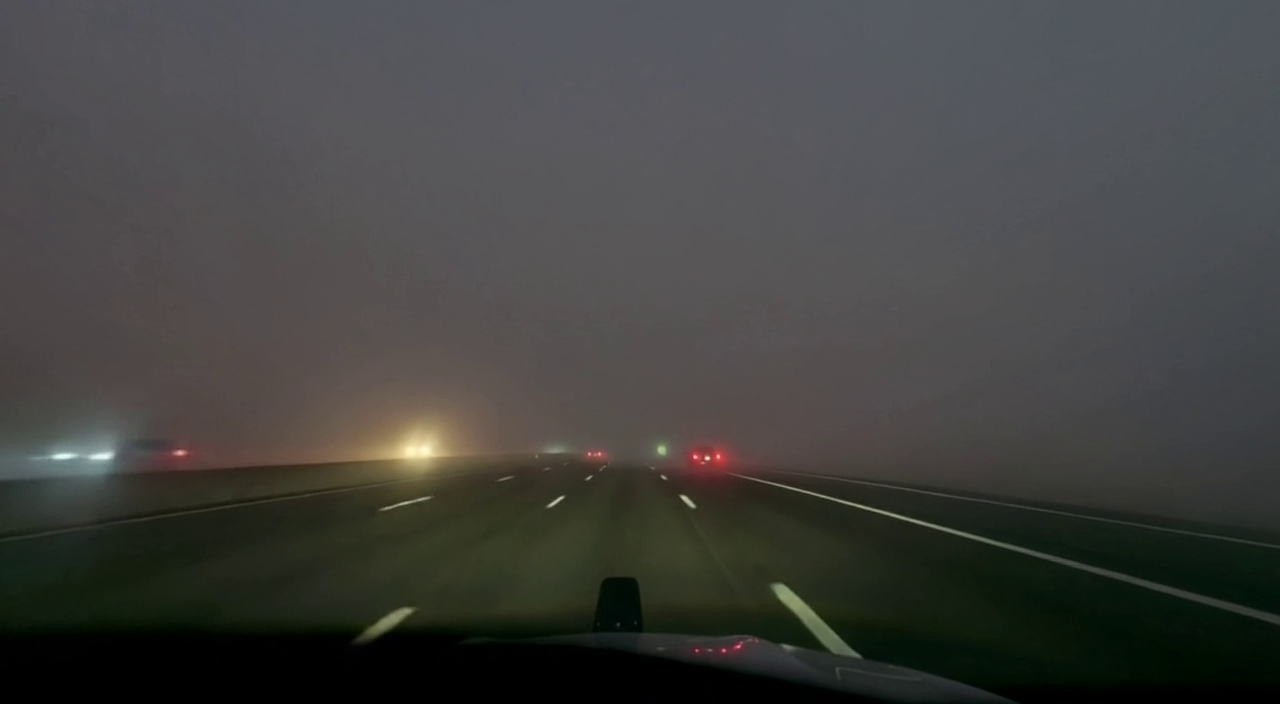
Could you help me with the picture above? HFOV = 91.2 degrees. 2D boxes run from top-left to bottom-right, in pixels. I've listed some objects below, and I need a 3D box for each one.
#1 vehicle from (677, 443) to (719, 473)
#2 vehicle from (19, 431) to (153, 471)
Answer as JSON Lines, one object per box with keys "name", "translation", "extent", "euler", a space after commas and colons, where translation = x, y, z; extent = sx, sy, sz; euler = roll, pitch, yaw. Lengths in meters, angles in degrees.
{"name": "vehicle", "translation": [3.152, 5.849, 34.742], "extent": [1.895, 1.555, 4.030], "euler": [0, -9, 0]}
{"name": "vehicle", "translation": [-23.629, 4.261, 26.979], "extent": [1.766, 1.537, 4.352], "euler": [-1, -9, 0]}
